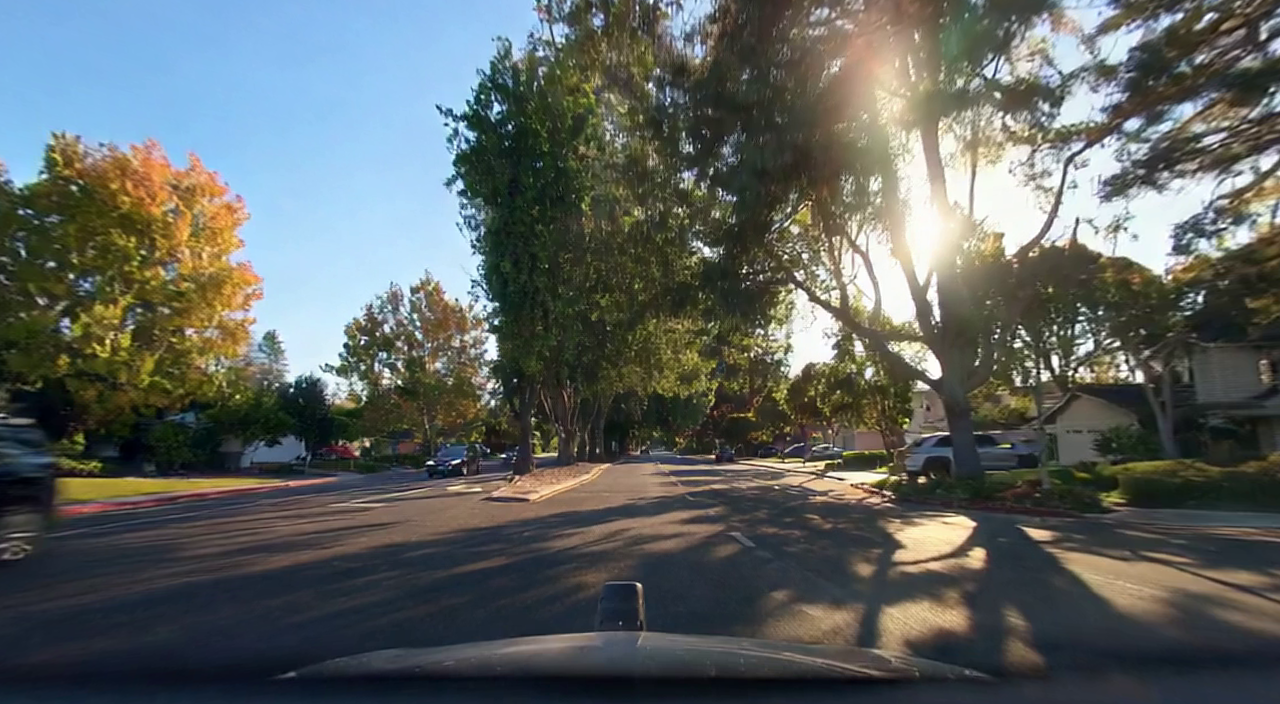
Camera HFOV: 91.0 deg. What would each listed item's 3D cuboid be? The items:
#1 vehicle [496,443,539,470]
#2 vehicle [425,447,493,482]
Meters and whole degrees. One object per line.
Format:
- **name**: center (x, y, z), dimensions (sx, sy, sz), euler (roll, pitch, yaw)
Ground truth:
- **vehicle**: center (-8.502, 7.297, 44.064), dimensions (2.118, 1.733, 4.372), euler (0, -9, -1)
- **vehicle**: center (-8.377, 5.204, 29.481), dimensions (1.891, 1.522, 4.184), euler (0, -9, 1)
